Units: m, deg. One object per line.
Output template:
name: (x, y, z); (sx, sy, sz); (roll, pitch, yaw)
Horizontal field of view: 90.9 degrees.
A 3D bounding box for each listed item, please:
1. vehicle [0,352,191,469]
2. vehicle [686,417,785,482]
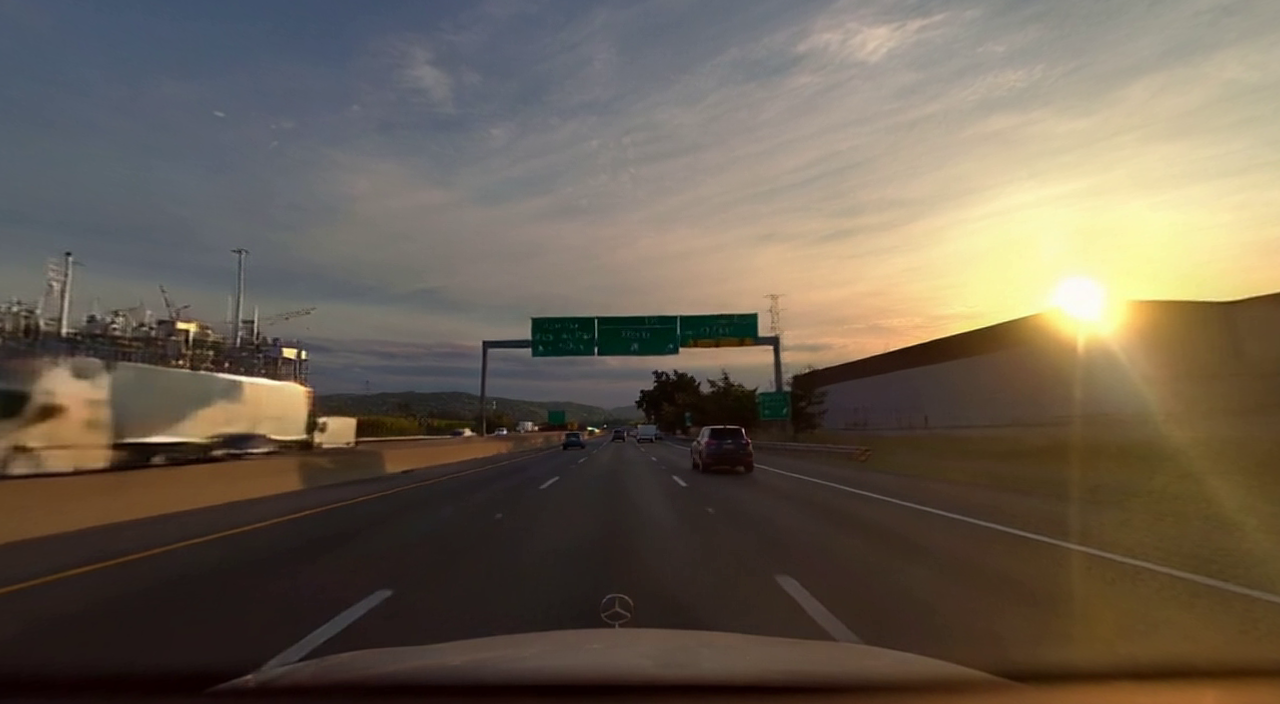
vehicle: (-21.109, 2.367, 24.355); (3.001, 3.983, 5.879); (0, -8, -1)
vehicle: (2.589, 2.759, 18.192); (2.022, 1.637, 4.229); (0, -8, -2)
